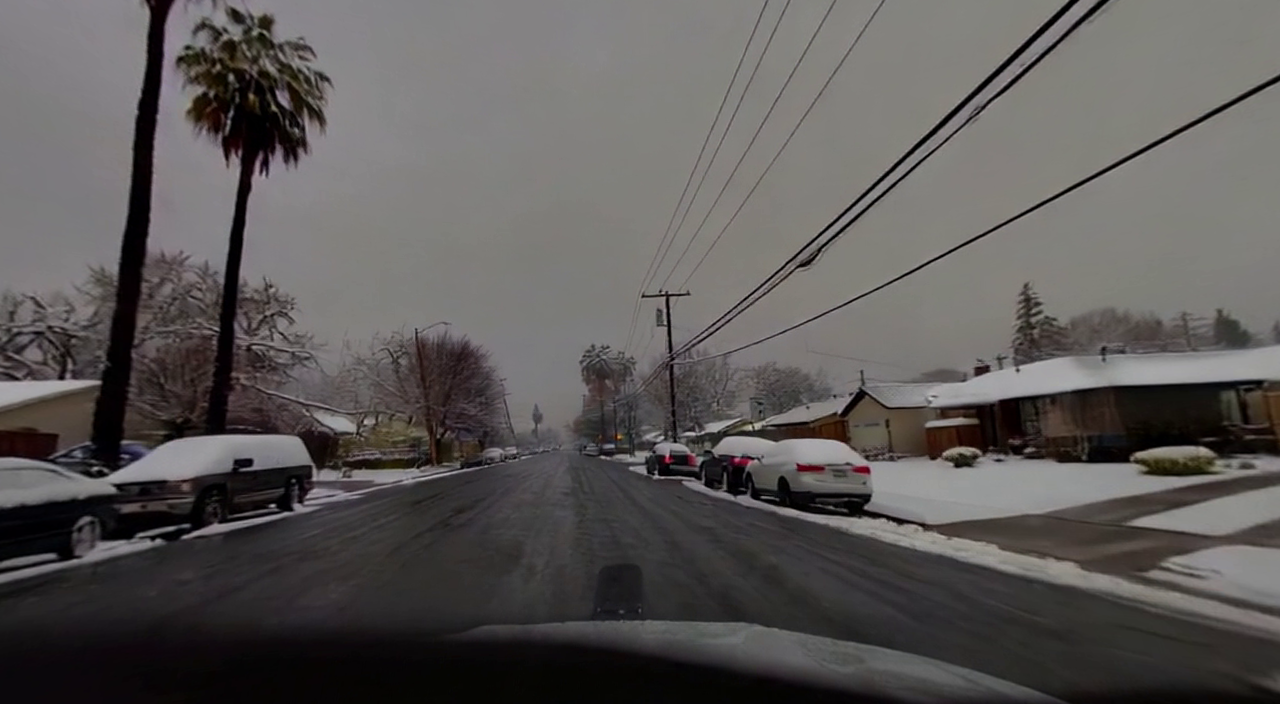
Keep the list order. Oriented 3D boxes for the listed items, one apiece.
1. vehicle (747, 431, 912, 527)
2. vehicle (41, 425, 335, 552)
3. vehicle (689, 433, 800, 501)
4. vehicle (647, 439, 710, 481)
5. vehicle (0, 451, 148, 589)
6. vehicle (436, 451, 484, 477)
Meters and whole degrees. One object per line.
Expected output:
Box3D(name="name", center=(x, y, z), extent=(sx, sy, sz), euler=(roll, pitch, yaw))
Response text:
Box3D(name="vehicle", center=(3.747, 2.579, 13.456), extent=(1.894, 1.675, 4.294), euler=(0, -8, -4))
Box3D(name="vehicle", center=(-8.480, 2.557, 12.857), extent=(2.300, 1.943, 5.744), euler=(1, -8, -7))
Box3D(name="vehicle", center=(2.970, 3.408, 19.194), extent=(1.922, 1.761, 4.633), euler=(1, -9, -9))
Box3D(name="vehicle", center=(1.709, 5.116, 30.359), extent=(2.115, 1.826, 4.871), euler=(1, -9, -7))
Box3D(name="vehicle", center=(-7.942, 1.885, 7.136), extent=(1.801, 1.477, 4.239), euler=(1, -9, -8))
Box3D(name="vehicle", center=(-11.201, 6.973, 39.697), extent=(2.013, 1.483, 4.645), euler=(0, -8, -5))
